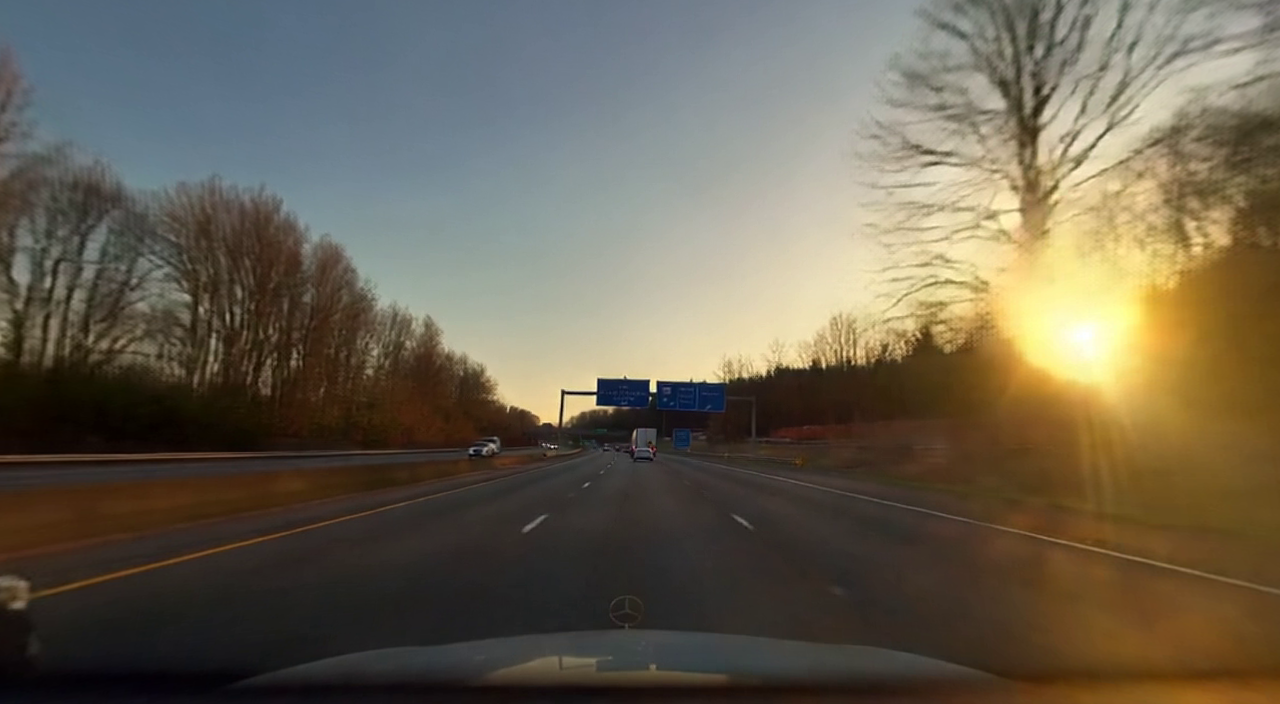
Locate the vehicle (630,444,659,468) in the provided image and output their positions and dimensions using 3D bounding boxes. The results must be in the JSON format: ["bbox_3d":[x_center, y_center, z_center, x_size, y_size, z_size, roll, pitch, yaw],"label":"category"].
[{"bbox_3d":[0.273,6.888,41.830,1.859,1.478,3.799,0,-9,0],"label":"vehicle"}]

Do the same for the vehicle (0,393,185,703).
[{"bbox_3d":[-3.553,0.725,1.161,2.012,1.500,4.452,0,-8,1],"label":"vehicle"}]
